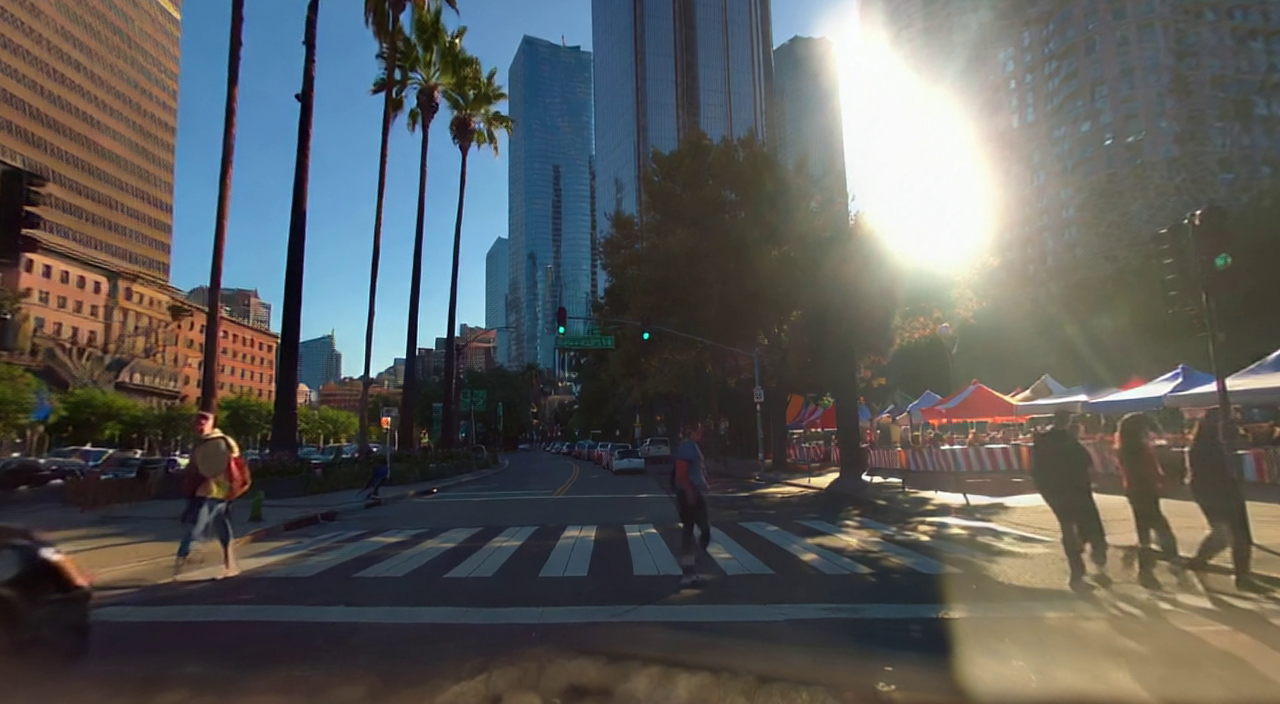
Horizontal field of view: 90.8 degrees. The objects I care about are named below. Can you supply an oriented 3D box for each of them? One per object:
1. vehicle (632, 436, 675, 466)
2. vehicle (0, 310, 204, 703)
[{"bbox_3d":[0.914,7.288,46.648,2.322,2.071,5.366,1,-9,-9],"label":"vehicle"},{"bbox_3d":[-3.225,0.495,0.813,1.948,1.674,4.668,0,-8,0],"label":"vehicle"}]
